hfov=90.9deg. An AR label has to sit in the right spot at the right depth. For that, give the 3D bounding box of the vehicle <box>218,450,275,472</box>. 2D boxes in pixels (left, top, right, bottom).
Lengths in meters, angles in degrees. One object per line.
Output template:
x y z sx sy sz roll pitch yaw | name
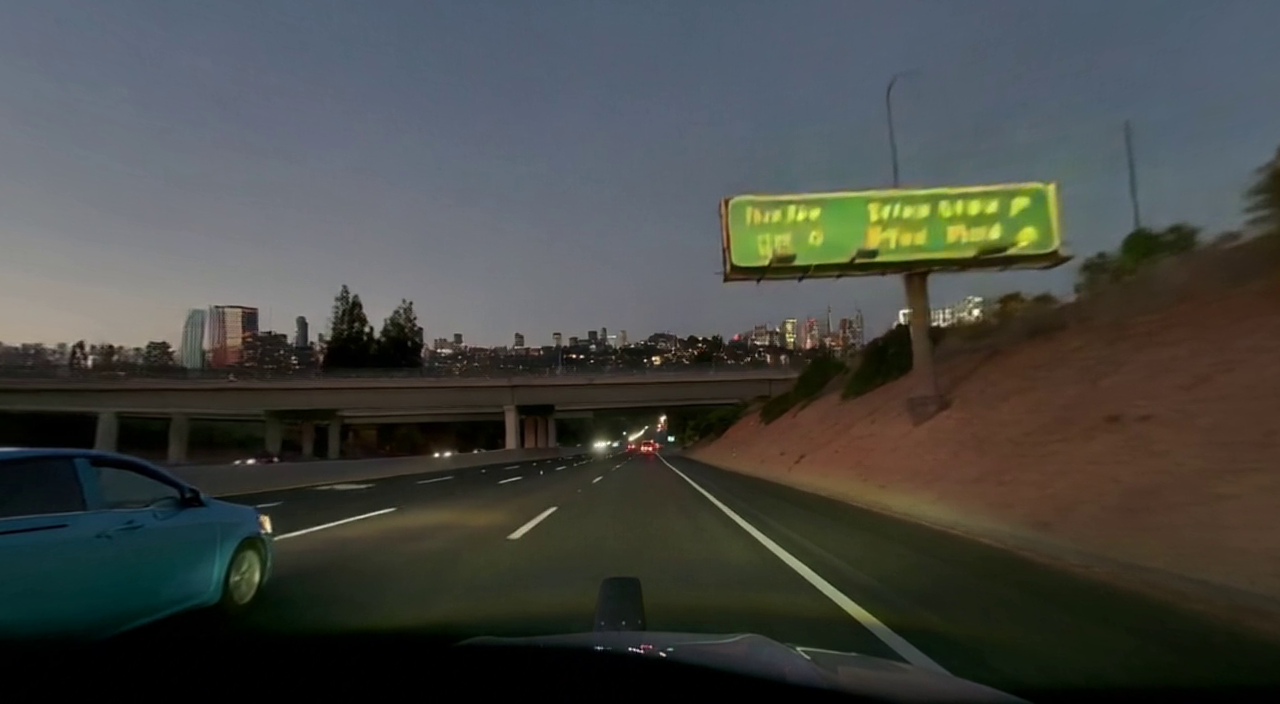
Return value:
-27.770 7.689 44.664 1.644 1.420 3.518 0 -8 2 | vehicle
